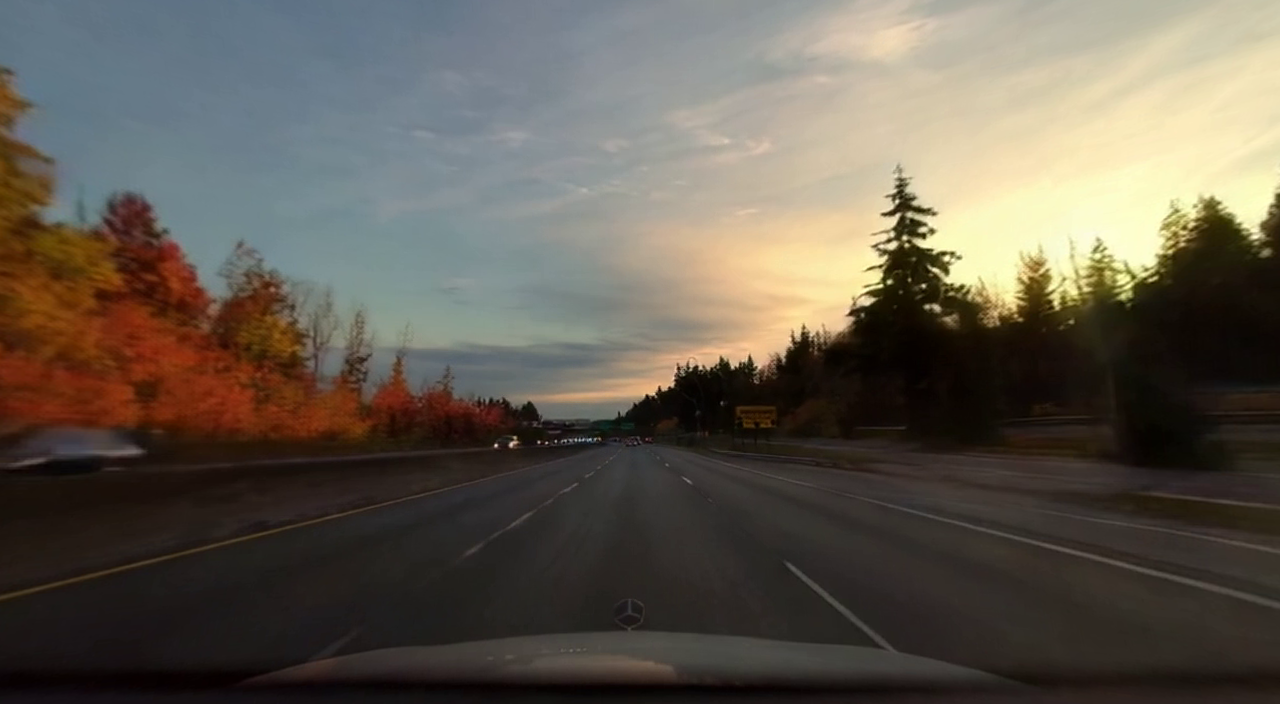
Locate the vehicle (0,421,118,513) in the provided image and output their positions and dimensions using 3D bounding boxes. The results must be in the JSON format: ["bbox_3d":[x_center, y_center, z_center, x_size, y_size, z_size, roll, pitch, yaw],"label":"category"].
[{"bbox_3d":[-11.432,1.873,10.229,1.904,1.504,4.525,0,-8,1],"label":"vehicle"}]
